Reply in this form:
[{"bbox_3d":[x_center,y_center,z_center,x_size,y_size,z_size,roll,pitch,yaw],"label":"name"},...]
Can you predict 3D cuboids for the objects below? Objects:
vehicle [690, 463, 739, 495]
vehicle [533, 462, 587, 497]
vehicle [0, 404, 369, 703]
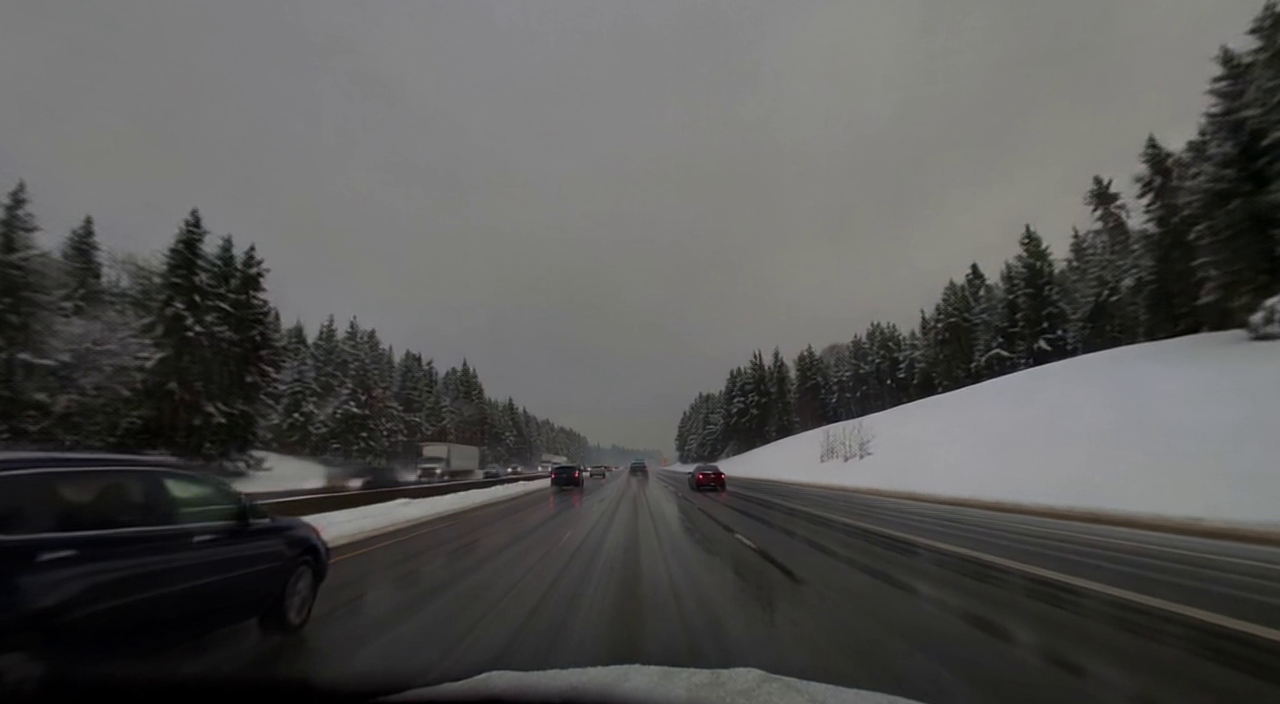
[{"bbox_3d":[3.746,6.456,32.204,1.981,1.516,4.109,1,-11,0],"label":"vehicle"},{"bbox_3d":[-3.624,5.894,29.330,2.000,1.484,3.995,1,-11,-1],"label":"vehicle"},{"bbox_3d":[-3.552,1.118,3.425,2.004,1.468,4.812,0,-11,0],"label":"vehicle"}]
